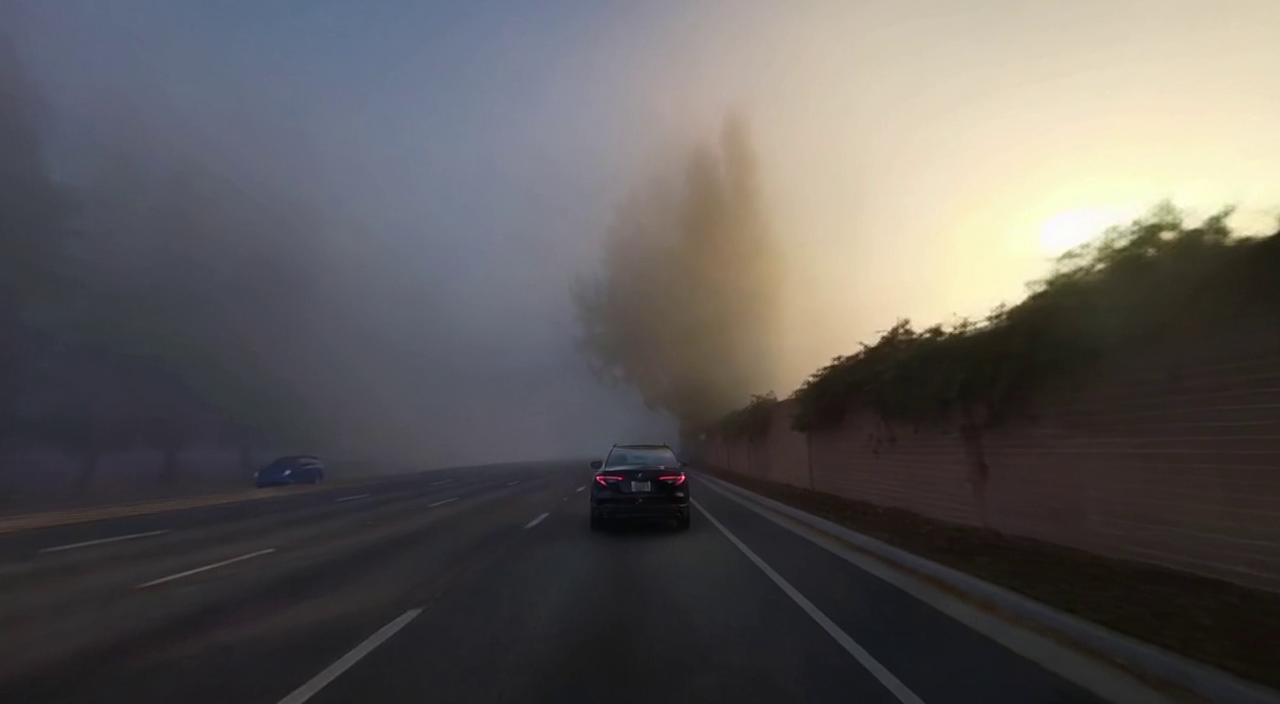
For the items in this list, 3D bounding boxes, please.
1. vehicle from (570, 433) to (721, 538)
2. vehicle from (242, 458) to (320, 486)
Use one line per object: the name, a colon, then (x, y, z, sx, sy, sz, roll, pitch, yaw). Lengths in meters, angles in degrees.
vehicle: (0.068, 2.273, 11.443, 2.205, 1.509, 4.272, 0, -8, 0)
vehicle: (-21.593, 7.208, 38.276, 1.950, 1.485, 4.711, 0, -9, 0)
